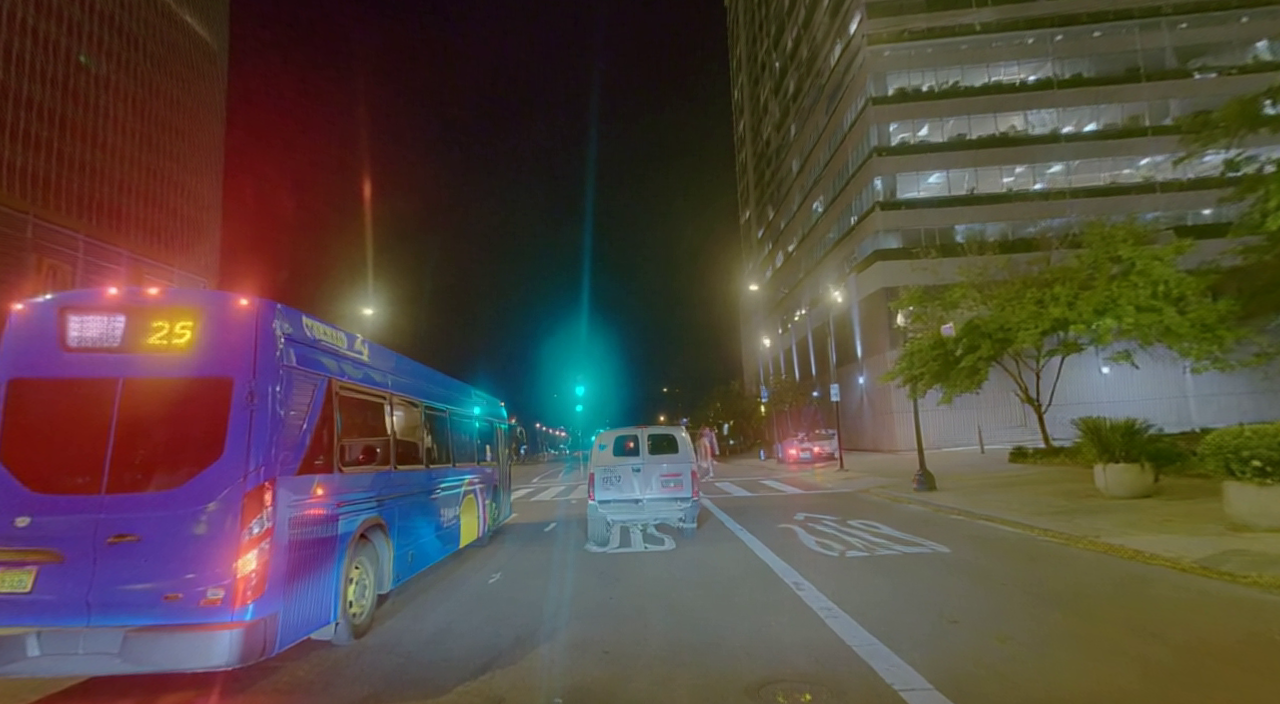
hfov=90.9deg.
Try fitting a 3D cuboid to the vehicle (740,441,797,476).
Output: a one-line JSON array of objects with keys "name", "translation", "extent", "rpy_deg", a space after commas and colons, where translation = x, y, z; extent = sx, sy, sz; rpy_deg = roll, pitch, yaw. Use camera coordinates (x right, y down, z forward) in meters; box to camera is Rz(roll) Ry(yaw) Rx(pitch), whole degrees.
[{"name": "vehicle", "translation": [6.127, 5.105, 30.488], "extent": [1.919, 1.529, 4.059], "rpy_deg": [0, -9, 0]}]

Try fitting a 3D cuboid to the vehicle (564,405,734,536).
[{"name": "vehicle", "translation": [0.142, 2.081, 11.545], "extent": [2.500, 1.912, 4.270], "rpy_deg": [0, -9, 0]}]

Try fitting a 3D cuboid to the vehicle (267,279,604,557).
[{"name": "vehicle", "translation": [-2.883, 1.796, 14.628], "extent": [3.042, 3.445, 13.615], "rpy_deg": [0, -9, 1]}]

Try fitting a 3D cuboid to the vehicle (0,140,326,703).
[{"name": "vehicle", "translation": [-2.751, 0.332, 0.219], "extent": [2.329, 2.089, 5.659], "rpy_deg": [0, -9, 0]}]
